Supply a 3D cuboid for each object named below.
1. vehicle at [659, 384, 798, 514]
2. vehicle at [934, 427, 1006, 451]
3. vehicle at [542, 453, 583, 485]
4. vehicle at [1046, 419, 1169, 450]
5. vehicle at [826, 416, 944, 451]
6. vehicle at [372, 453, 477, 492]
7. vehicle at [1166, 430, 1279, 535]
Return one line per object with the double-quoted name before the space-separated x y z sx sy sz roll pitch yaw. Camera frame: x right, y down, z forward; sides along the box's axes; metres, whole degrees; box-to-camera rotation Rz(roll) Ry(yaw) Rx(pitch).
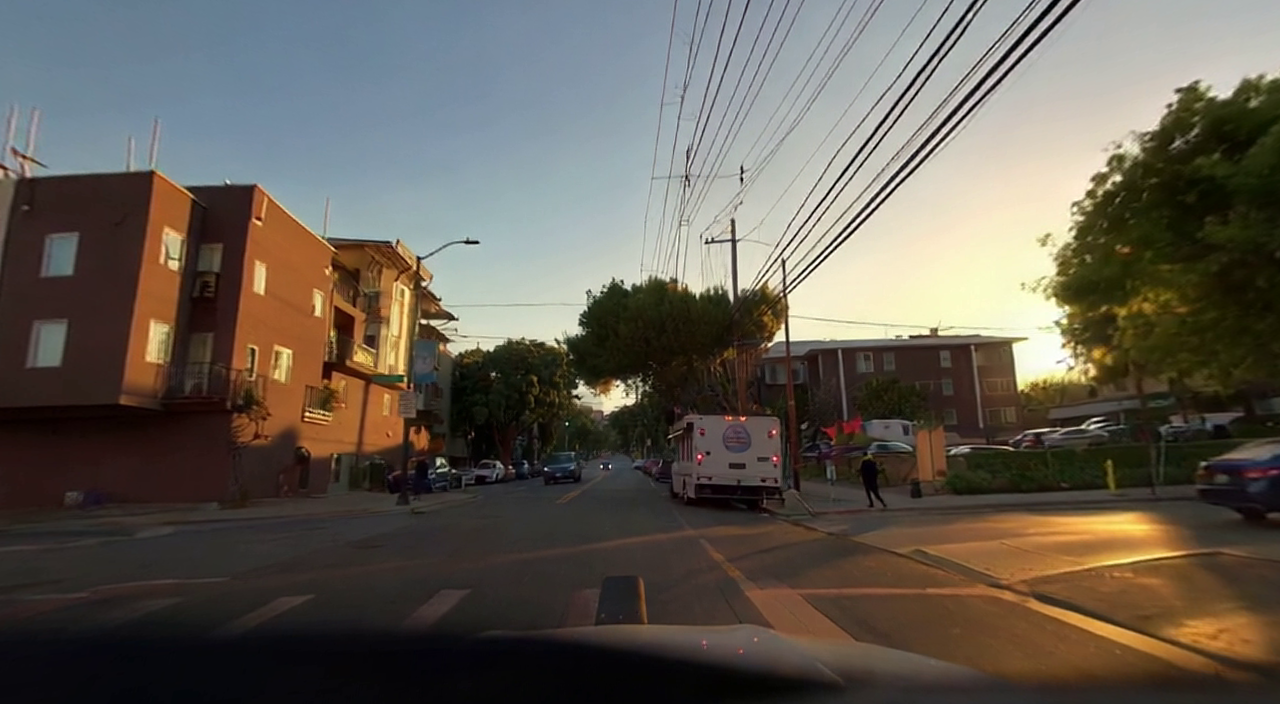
"vehicle" 2.408 3.074 20.343 2.886 3.321 7.809 1 -8 -4
"vehicle" 21.908 5.773 42.009 3.761 1.538 1.743 0 -7 -1
"vehicle" -4.463 6.785 36.998 1.952 1.708 4.096 0 -8 -1
"vehicle" 22.801 4.050 30.916 4.641 1.441 1.745 0 -8 -1
"vehicle" 10.623 3.558 27.592 4.396 1.459 1.749 0 -8 -3
"vehicle" -11.492 6.394 33.793 5.093 1.855 2.338 3 -10 -21
"vehicle" 11.723 2.049 10.203 4.857 1.525 1.976 1 -8 -5
